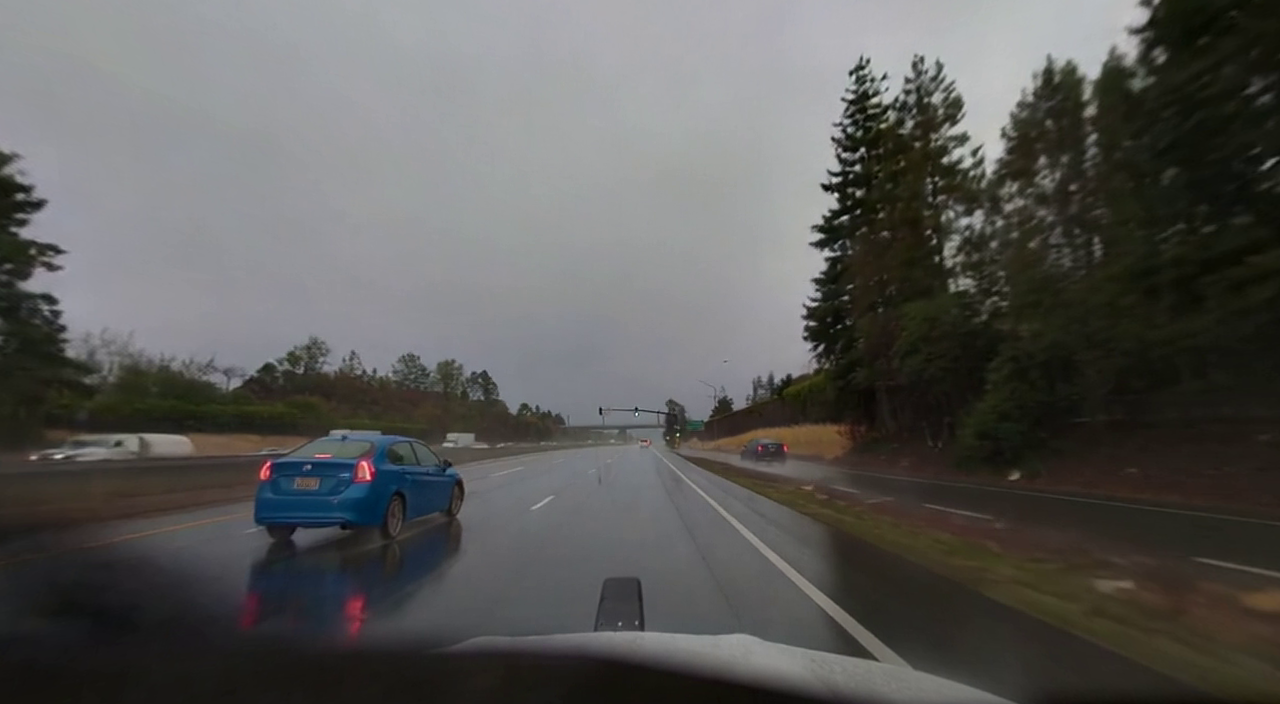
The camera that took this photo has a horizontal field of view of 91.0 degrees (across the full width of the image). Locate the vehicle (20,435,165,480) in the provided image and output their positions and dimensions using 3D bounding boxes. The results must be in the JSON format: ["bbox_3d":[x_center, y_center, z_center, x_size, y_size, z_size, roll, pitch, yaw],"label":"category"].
[{"bbox_3d":[-28.418,5.477,33.049,2.300,2.162,5.838,0,-8,0],"label":"vehicle"}]

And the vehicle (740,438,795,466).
[{"bbox_3d":[7.333,5.777,36.588,2.049,1.481,4.774,0,-8,-2],"label":"vehicle"}]

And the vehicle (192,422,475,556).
[{"bbox_3d":[-4.106,1.902,9.507,1.987,1.516,4.478,0,-8,0],"label":"vehicle"}]
